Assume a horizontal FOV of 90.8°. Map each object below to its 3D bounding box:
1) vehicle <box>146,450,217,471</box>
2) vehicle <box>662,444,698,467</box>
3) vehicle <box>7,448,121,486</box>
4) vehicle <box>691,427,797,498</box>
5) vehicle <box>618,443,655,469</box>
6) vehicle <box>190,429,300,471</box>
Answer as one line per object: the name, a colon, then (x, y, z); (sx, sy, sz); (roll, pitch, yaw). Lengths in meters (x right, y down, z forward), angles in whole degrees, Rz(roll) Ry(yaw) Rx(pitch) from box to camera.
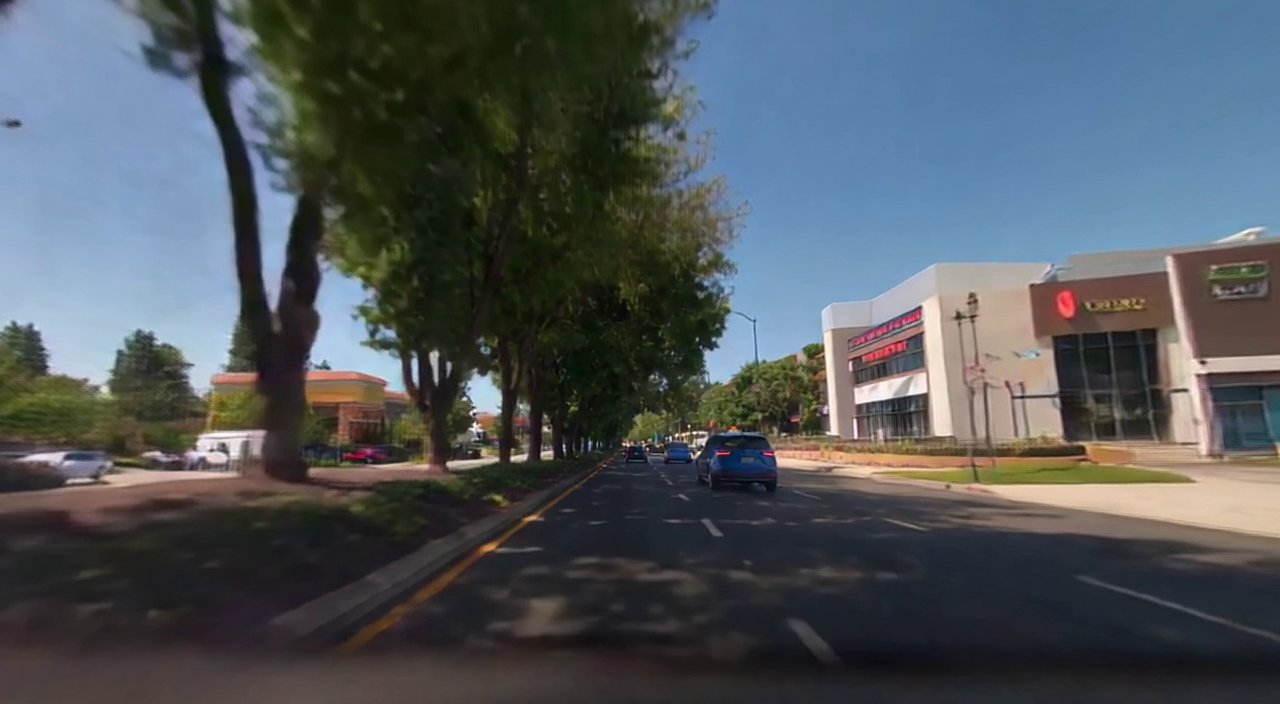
vehicle: (-34.041, 8.045, 47.043); (3.791, 1.518, 1.807); (3, -9, -18)
vehicle: (2.564, 6.718, 41.089); (1.970, 1.402, 3.756); (0, -9, -2)
vehicle: (-28.323, 5.616, 31.253); (1.897, 1.704, 4.153); (1, -9, -5)
vehicle: (2.867, 3.191, 18.588); (2.140, 1.811, 4.593); (0, -9, -3)
vehicle: (-0.235, 6.217, 37.829); (2.056, 1.440, 3.798); (0, -9, -1)
vehicle: (-27.133, 6.760, 43.549); (5.905, 2.803, 2.261); (0, -9, -2)
